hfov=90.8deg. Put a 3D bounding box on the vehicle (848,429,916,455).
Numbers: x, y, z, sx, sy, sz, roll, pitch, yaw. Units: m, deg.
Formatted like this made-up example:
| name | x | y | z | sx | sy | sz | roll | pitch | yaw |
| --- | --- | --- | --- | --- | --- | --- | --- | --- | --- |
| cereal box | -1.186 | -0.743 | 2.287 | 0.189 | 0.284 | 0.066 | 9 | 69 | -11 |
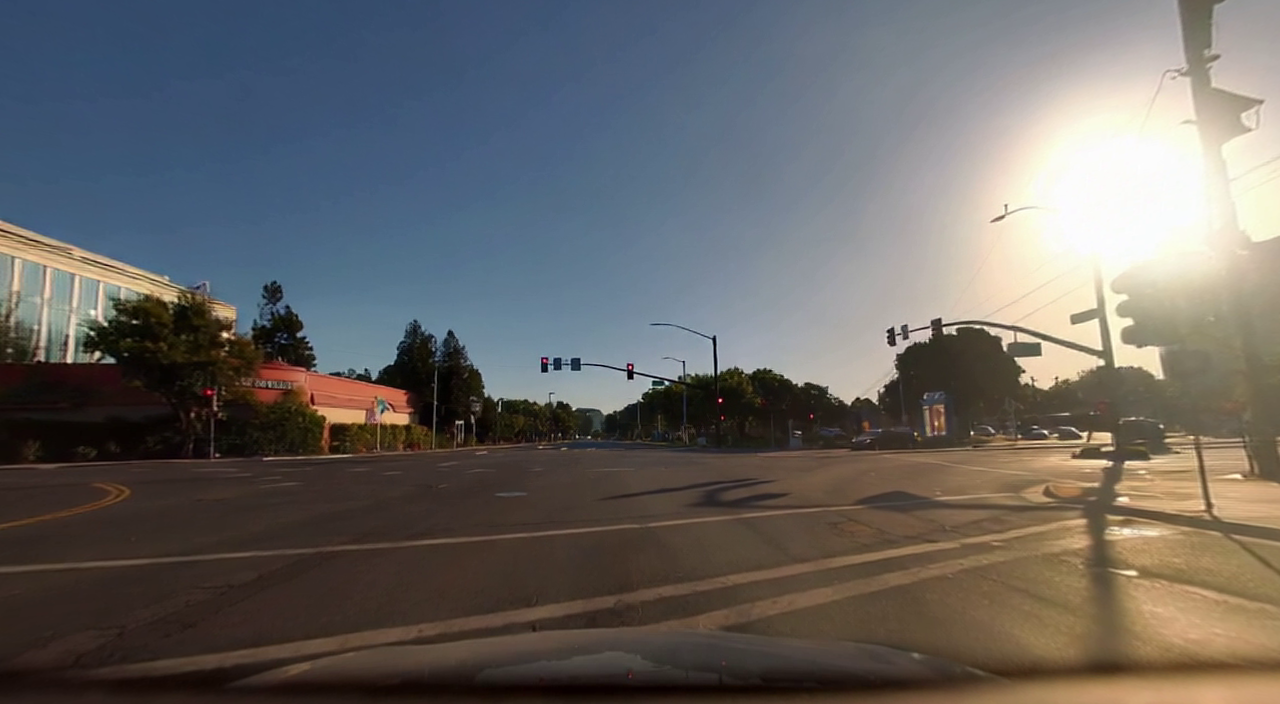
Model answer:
| name | x | y | z | sx | sy | sz | roll | pitch | yaw |
| --- | --- | --- | --- | --- | --- | --- | --- | --- | --- |
| vehicle | 17.654 | 6.551 | 46.059 | 4.600 | 1.783 | 1.970 | 4 | -9 | -26 |
